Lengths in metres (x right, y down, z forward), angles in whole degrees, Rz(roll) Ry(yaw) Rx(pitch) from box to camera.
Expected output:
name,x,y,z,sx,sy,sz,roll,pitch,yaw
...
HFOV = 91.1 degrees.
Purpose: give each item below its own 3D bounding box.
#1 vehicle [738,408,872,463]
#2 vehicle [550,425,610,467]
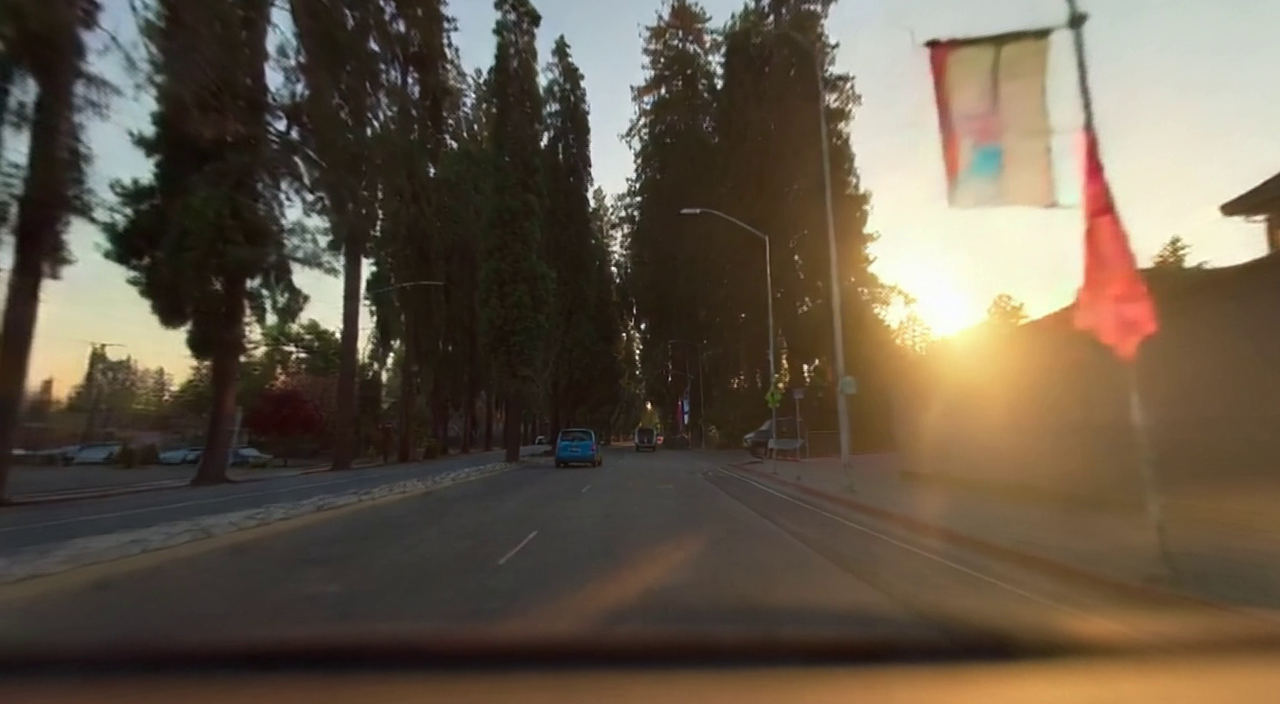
name,x,y,z,sx,sy,sz,roll,pitch,yaw
vehicle,9.509,4.888,36.964,7.177,2.935,3.132,0,-7,6
vehicle,-2.779,4.518,30.138,2.281,1.837,4.845,0,-8,1
